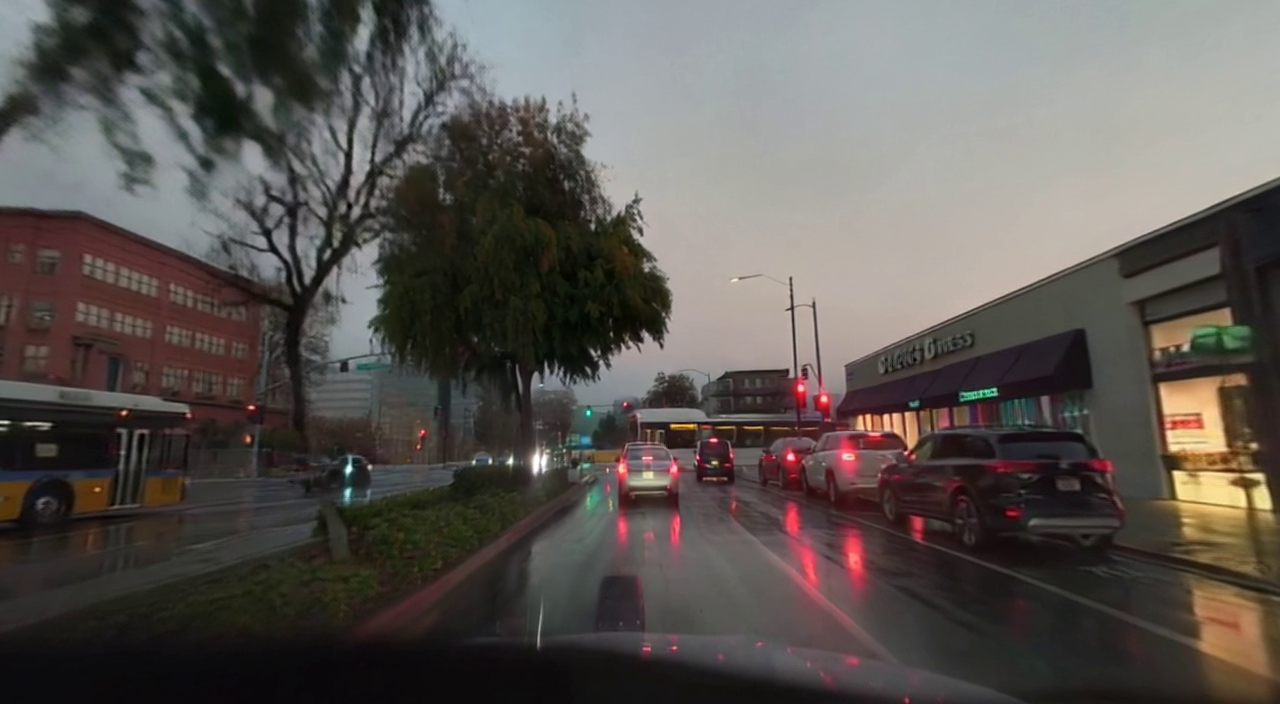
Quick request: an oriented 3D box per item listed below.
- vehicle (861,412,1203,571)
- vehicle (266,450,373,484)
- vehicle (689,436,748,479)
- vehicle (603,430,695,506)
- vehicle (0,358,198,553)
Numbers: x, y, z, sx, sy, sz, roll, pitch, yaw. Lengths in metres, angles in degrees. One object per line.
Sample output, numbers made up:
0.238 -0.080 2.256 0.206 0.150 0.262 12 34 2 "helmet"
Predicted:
4.963 1.824 8.958 2.014 1.681 4.332 0 -9 -1 "vehicle"
-18.397 6.583 36.213 5.016 1.792 2.250 -1 -9 10 "vehicle"
3.303 4.506 27.190 2.222 1.688 3.952 0 -9 3 "vehicle"
0.175 3.020 16.806 2.089 1.699 4.650 0 -9 -1 "vehicle"
-12.875 1.570 9.429 3.356 3.365 12.460 0 -9 1 "vehicle"
